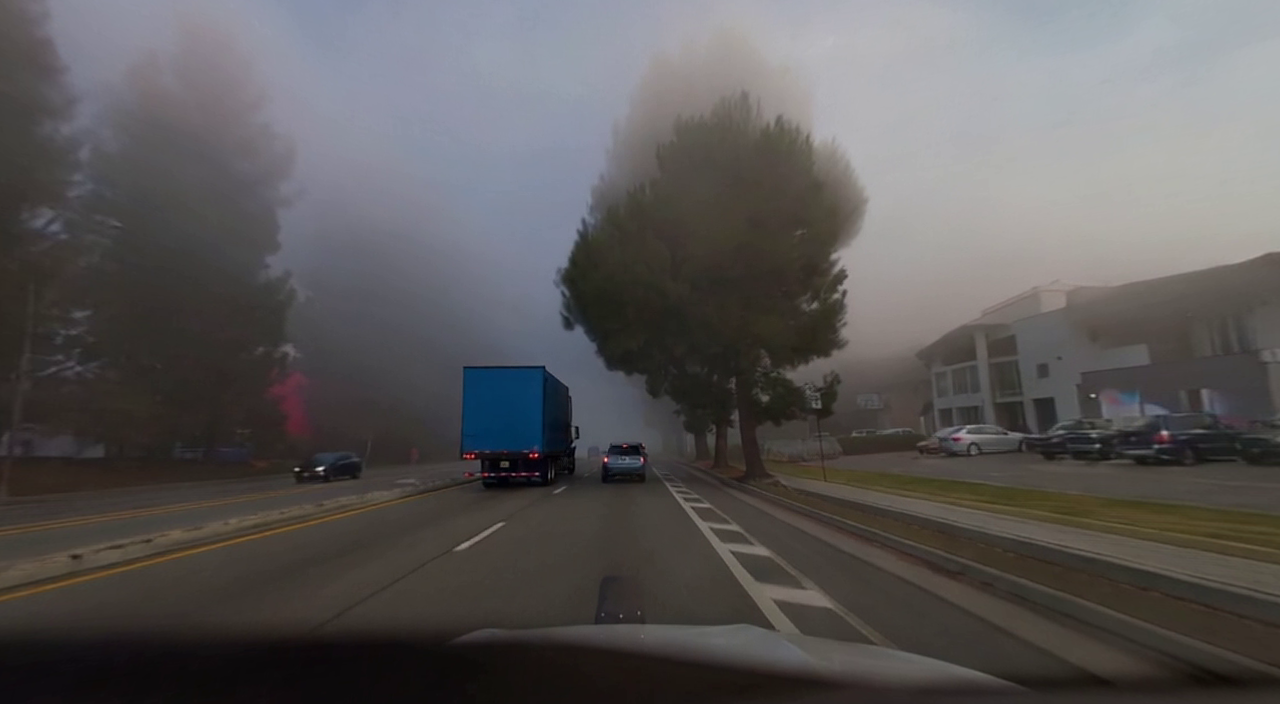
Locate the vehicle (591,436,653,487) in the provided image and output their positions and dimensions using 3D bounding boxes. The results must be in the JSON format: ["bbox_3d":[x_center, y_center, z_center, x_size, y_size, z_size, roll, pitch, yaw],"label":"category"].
[{"bbox_3d":[-0.621,3.993,23.340,2.094,1.682,3.866,0,-9,0],"label":"vehicle"}]

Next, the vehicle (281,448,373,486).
[{"bbox_3d":[-14.372,5.302,29.349,1.993,1.568,4.645,0,-9,-2],"label":"vehicle"}]

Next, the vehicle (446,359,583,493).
[{"bbox_3d":[-4.109,2.917,23.630,2.996,3.902,10.410,0,-9,0],"label":"vehicle"}]
